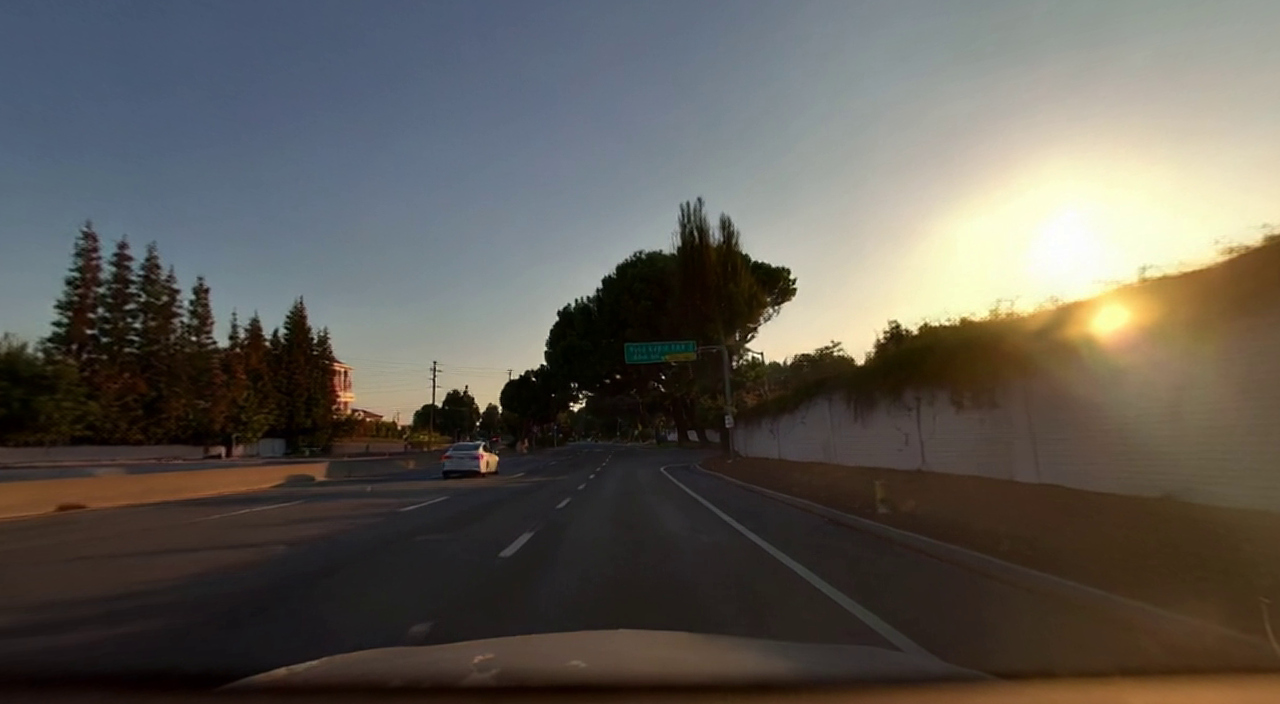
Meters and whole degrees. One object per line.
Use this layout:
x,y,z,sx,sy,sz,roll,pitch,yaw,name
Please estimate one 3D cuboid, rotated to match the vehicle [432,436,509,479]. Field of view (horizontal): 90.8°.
-7.351,4.638,27.976,2.115,1.711,4.722,0,-9,0,vehicle
